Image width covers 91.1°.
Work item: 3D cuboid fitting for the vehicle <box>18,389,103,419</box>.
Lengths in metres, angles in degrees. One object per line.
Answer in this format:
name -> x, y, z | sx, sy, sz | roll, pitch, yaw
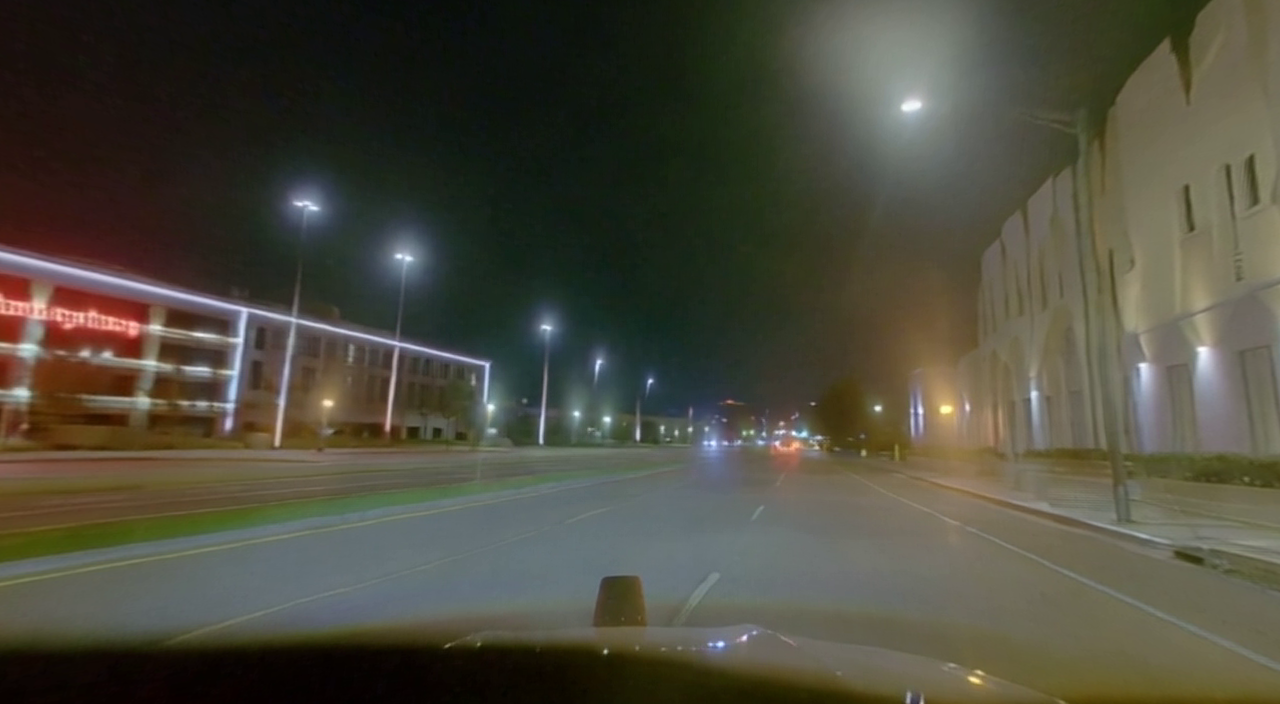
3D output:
vehicle -> -38.821, 3.519, 42.081 | 4.080, 1.657, 1.859 | 1, -12, 12
